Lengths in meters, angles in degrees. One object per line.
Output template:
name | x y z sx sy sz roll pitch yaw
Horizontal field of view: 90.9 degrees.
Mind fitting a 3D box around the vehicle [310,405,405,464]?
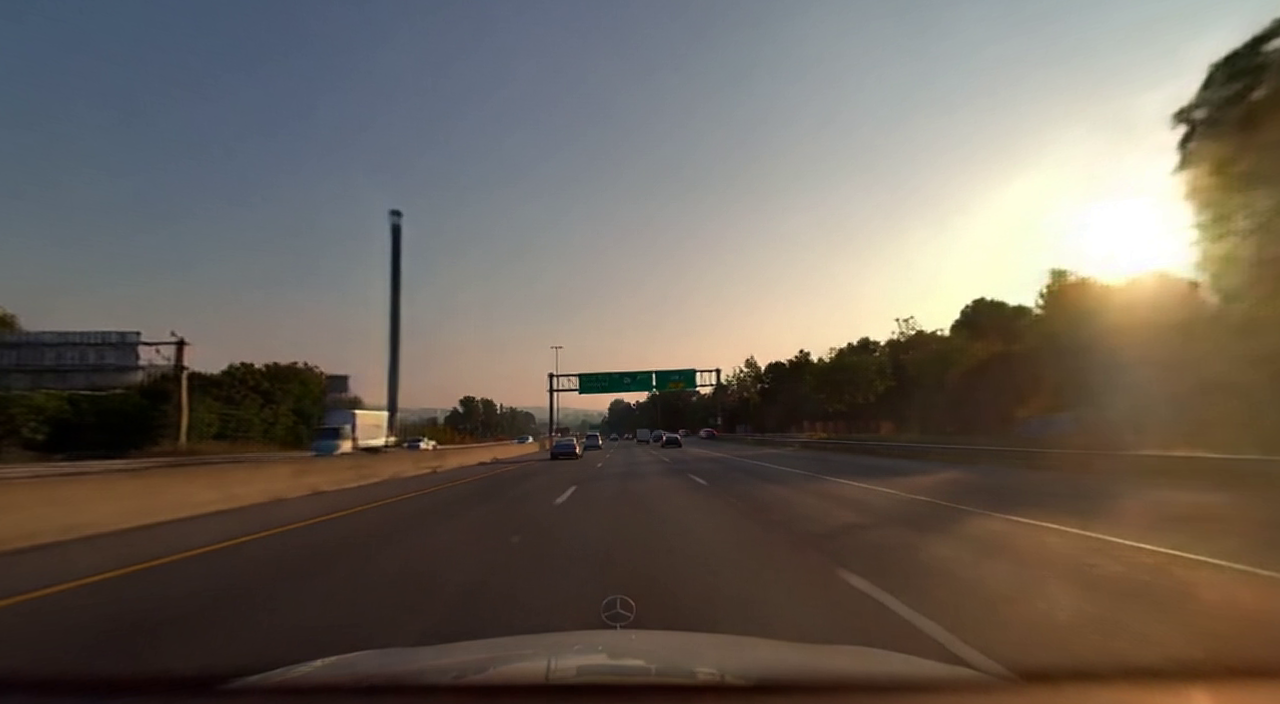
vehicle | -20.703 6.158 46.950 2.950 3.849 9.280 -1 -8 -1

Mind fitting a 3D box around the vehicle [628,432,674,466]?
vehicle | 0.460 4.807 31.481 2.086 1.554 3.875 0 -8 -2

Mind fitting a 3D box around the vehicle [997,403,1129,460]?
vehicle | 20.629 3.989 31.237 2.232 2.540 6.015 0 -8 -1

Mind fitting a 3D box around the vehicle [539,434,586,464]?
vehicle | -4.029 5.130 33.426 2.014 1.471 4.380 0 -8 -1
